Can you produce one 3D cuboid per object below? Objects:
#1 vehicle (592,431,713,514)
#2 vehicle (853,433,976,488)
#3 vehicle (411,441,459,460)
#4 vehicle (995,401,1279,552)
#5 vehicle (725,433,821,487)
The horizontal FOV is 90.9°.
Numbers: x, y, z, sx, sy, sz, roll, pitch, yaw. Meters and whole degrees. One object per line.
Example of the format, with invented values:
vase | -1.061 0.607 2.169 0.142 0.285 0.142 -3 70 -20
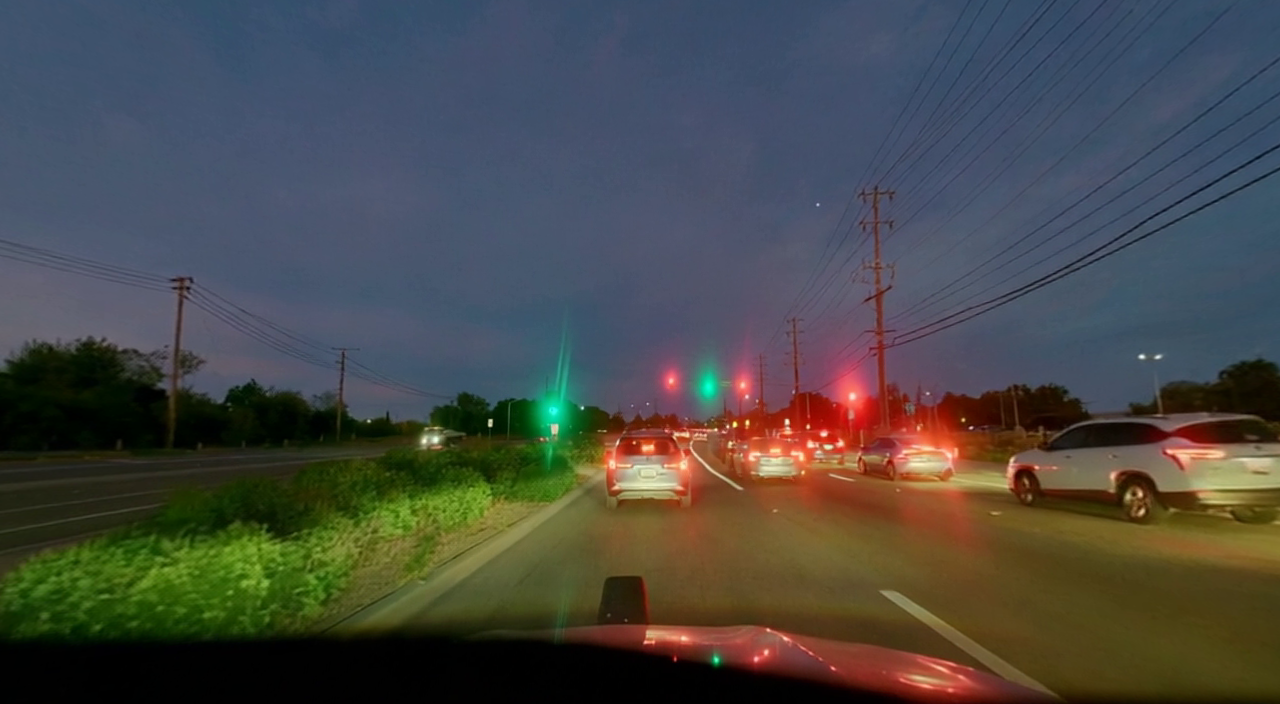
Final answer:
vehicle | 0.266 2.526 13.730 2.208 1.498 4.401 0 -8 1
vehicle | 8.199 3.277 19.350 1.905 1.483 4.469 -1 -8 3
vehicle | -15.827 7.610 48.932 1.986 1.404 4.177 -1 -8 5
vehicle | 8.281 1.864 10.146 2.195 1.802 5.051 0 -8 1
vehicle | 3.944 3.306 19.554 2.028 1.454 4.531 0 -8 0
